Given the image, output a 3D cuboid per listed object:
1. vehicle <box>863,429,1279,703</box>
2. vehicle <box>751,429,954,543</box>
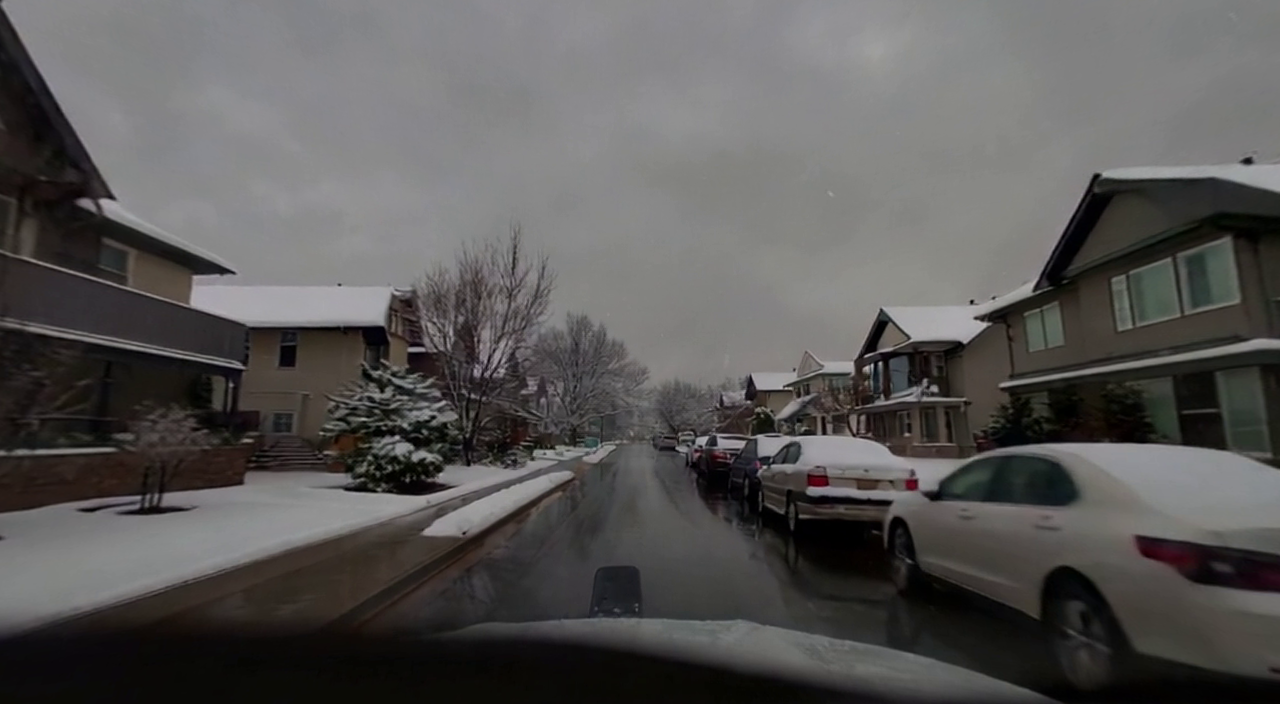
[{"bbox_3d":[3.238,1.303,4.541,1.759,1.464,3.993,0,-7,0],"label":"vehicle"},{"bbox_3d":[3.136,2.009,10.176,2.036,1.510,3.505,0,-7,0],"label":"vehicle"}]
